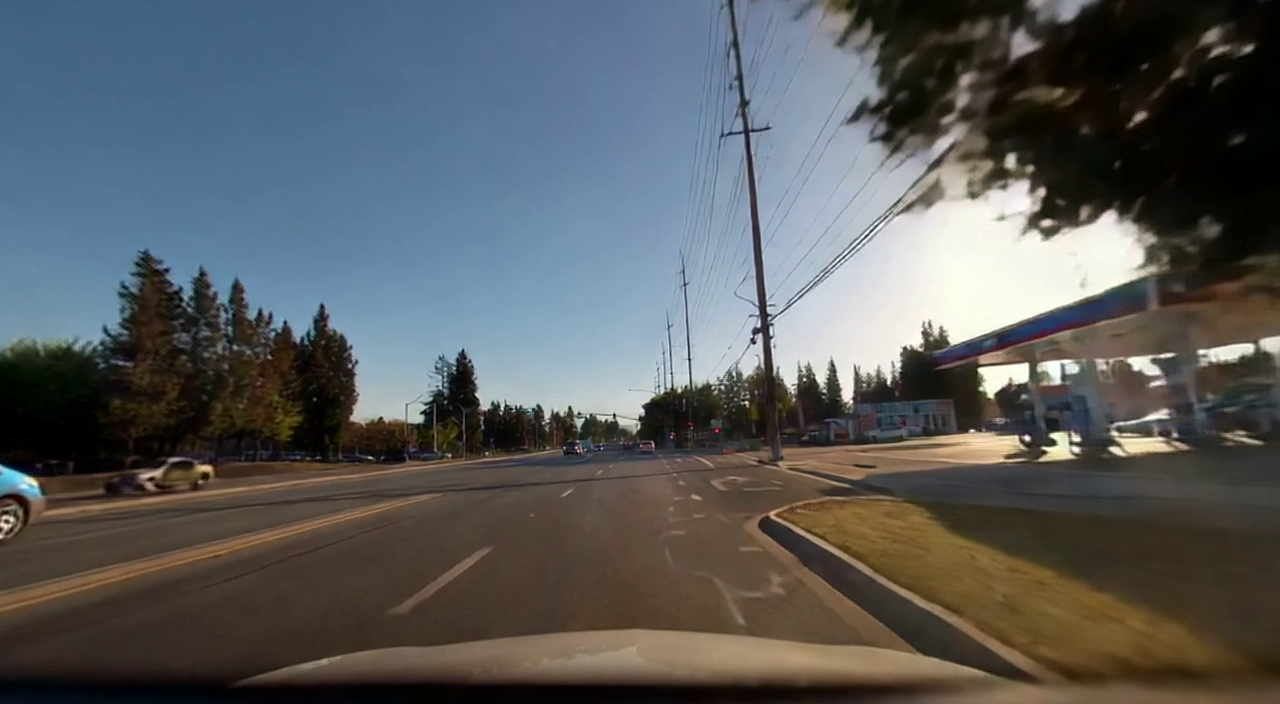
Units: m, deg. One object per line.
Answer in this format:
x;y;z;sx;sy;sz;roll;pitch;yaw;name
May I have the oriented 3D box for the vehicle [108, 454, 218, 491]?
-24.563;6.178;32.777;2.210;1.716;4.539;0;-9;-1;vehicle
